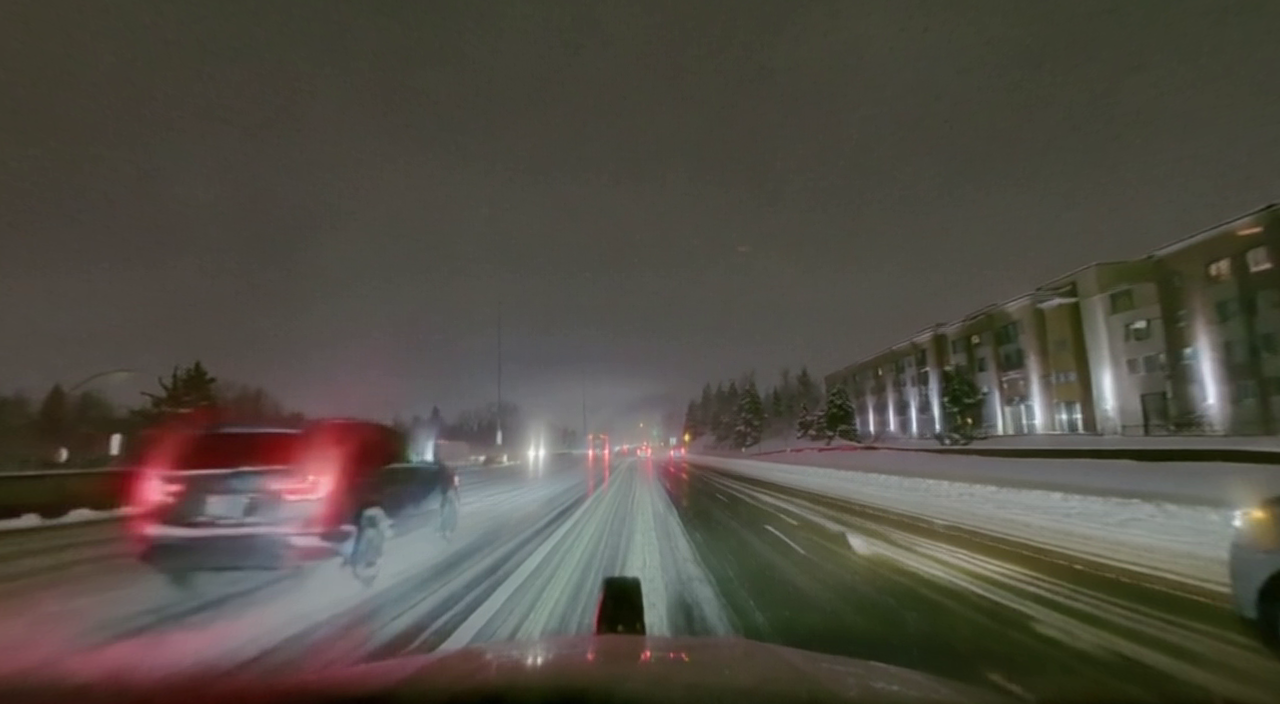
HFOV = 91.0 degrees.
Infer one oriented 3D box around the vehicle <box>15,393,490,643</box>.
[{"bbox_3d":[-3.275,1.519,6.837,2.075,1.721,4.763,0,-9,1],"label":"vehicle"}]
